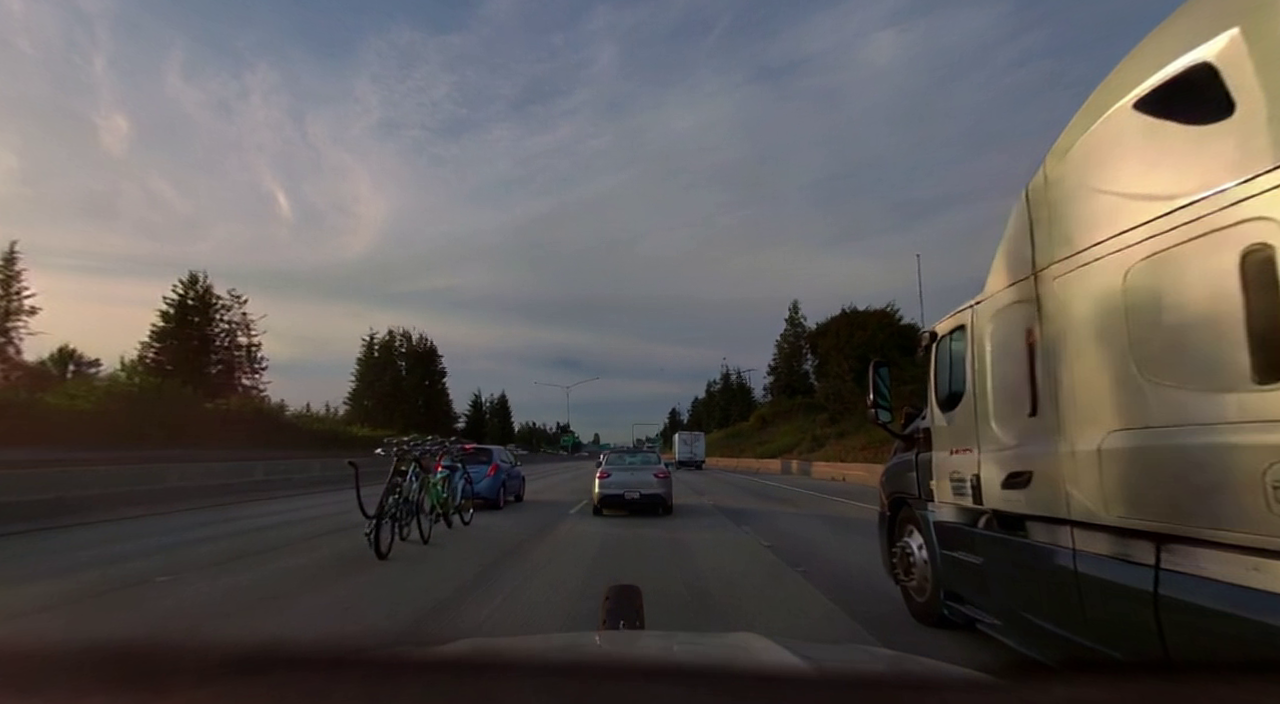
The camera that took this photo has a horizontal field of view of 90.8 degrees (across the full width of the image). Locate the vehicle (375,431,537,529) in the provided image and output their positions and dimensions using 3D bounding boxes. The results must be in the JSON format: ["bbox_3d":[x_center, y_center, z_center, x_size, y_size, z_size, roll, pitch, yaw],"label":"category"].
[{"bbox_3d":[-3.562,2.585,13.267,1.985,1.671,4.604,0,-9,0],"label":"vehicle"}]

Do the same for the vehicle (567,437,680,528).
[{"bbox_3d":[-0.291,2.579,12.896,1.973,1.574,3.426,0,-9,0],"label":"vehicle"}]

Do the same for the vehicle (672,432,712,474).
[{"bbox_3d":[3.475,6.955,43.634,2.234,2.679,5.372,0,-9,-1],"label":"vehicle"}]
